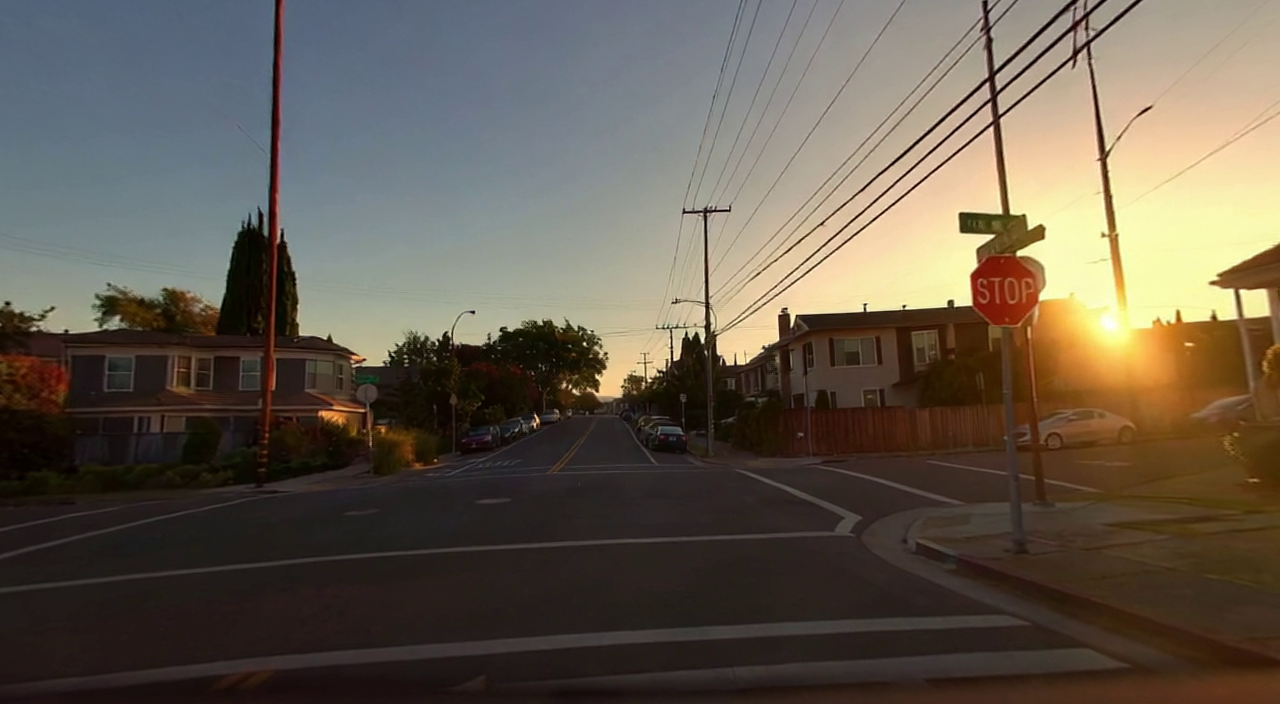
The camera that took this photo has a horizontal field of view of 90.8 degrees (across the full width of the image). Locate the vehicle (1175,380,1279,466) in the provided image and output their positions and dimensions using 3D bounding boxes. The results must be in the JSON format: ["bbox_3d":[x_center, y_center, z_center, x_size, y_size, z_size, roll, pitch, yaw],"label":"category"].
[{"bbox_3d":[15.443,1.693,14.785,4.389,1.818,2.062,2,-9,-13],"label":"vehicle"}]

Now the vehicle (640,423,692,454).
[{"bbox_3d":[1.260,4.462,32.494,2.120,1.487,4.360,0,-8,-5],"label":"vehicle"}]

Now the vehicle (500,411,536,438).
[{"bbox_3d":[-9.356,5.642,48.777,2.104,1.898,4.396,0,-8,-3],"label":"vehicle"}]

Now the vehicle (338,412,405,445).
[{"bbox_3d":[-14.848,4.333,35.267,1.992,1.678,4.658,0,-8,-5],"label":"vehicle"}]

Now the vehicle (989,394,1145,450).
[{"bbox_3d":[16.861,2.814,25.051,4.985,2.088,2.141,2,-9,-13],"label":"vehicle"}]

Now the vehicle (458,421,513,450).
[{"bbox_3d":[-8.826,4.882,36.538,2.065,1.553,4.636,0,-8,-1],"label":"vehicle"}]
